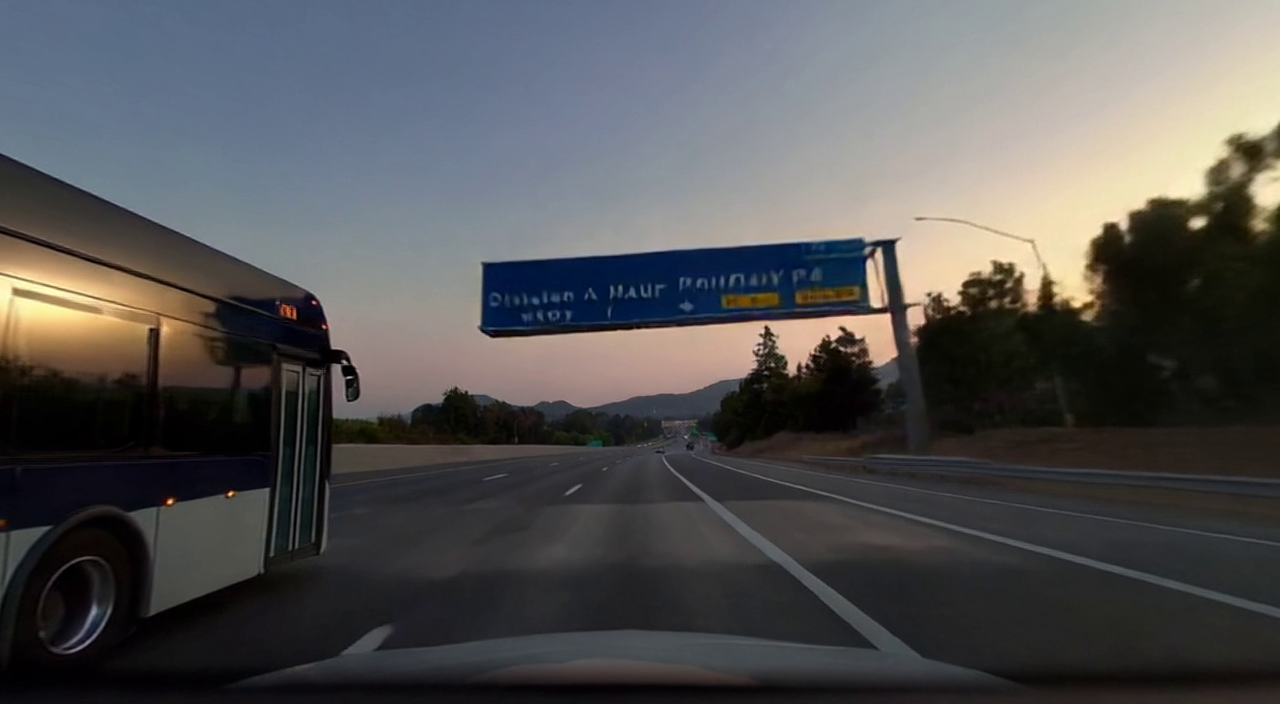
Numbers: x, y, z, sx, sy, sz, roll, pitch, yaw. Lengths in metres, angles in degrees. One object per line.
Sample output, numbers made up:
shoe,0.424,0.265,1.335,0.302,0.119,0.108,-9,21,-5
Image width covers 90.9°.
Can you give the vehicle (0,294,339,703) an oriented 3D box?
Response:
vehicle,-4.097,0.818,3.599,2.127,1.985,5.205,-1,-8,1
